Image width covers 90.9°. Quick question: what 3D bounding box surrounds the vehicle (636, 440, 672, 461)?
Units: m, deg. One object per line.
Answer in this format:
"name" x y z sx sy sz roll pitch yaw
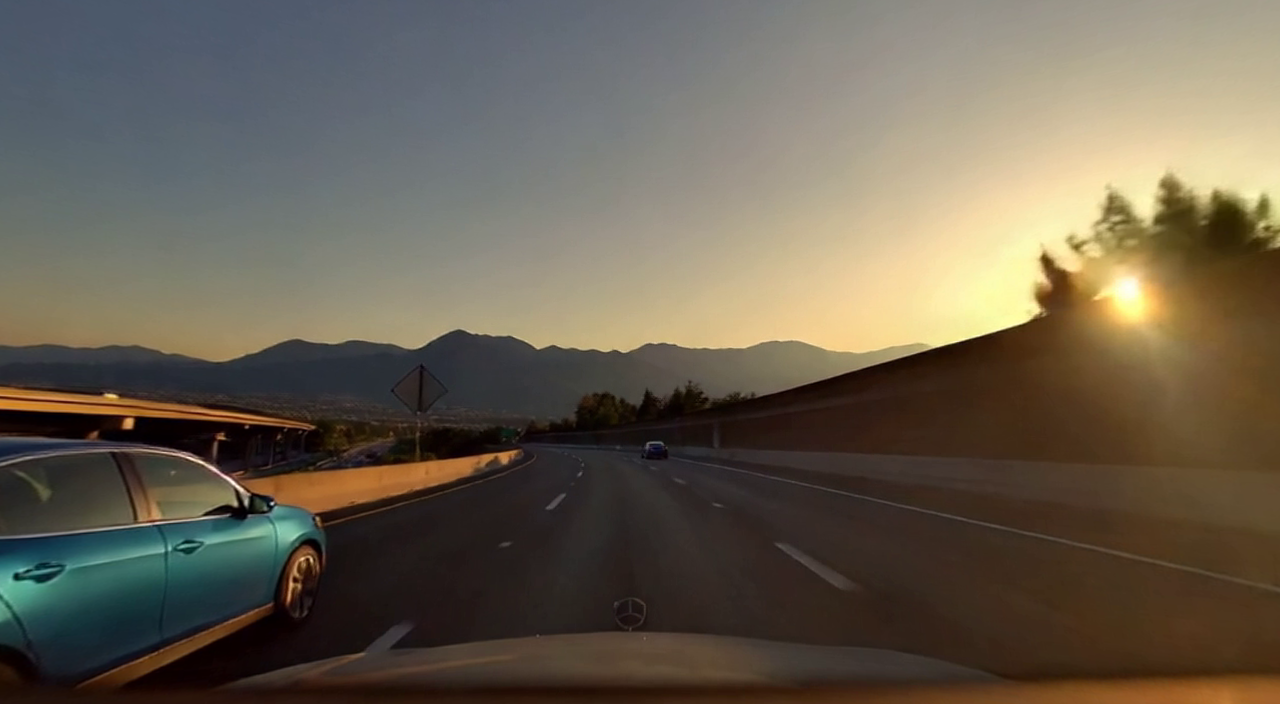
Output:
"vehicle" 0.998 7.416 47.425 1.985 1.440 4.466 1 -9 -9
